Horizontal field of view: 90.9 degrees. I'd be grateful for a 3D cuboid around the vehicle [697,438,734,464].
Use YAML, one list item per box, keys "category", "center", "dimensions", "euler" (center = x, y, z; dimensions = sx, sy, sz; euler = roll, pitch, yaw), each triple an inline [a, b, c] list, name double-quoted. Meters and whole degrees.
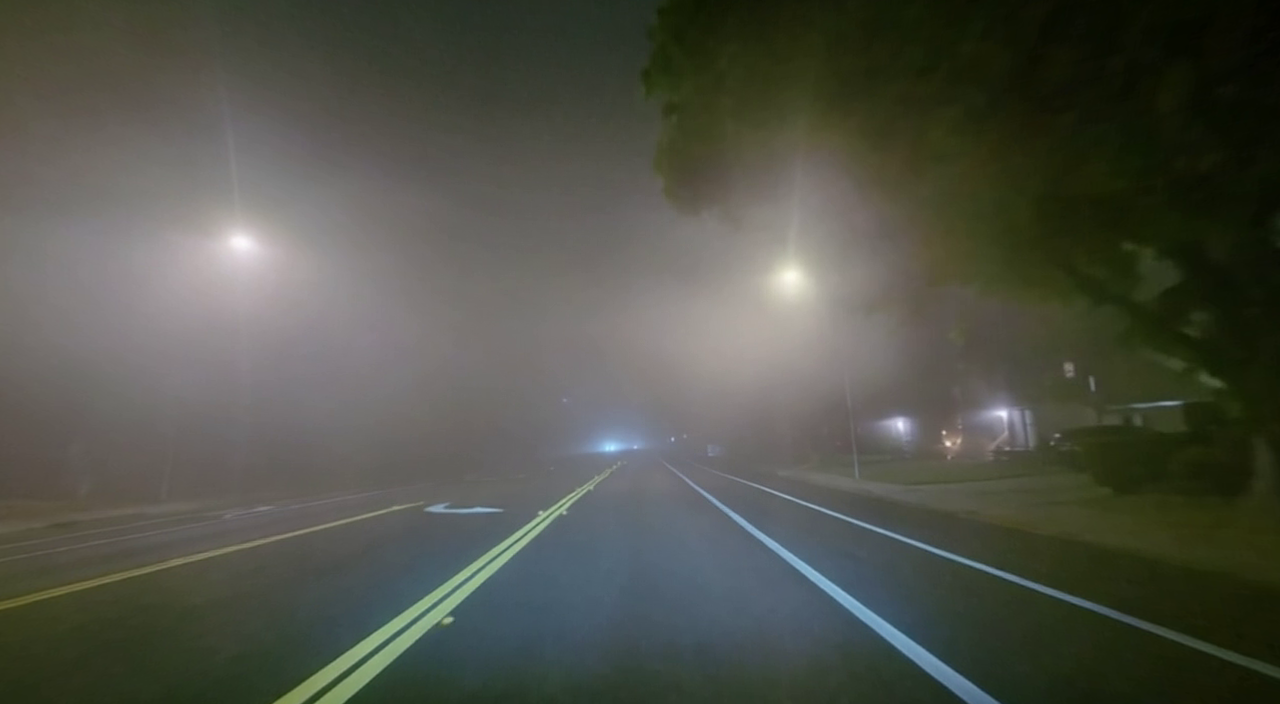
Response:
- category: "vehicle"
  center: [5.552, 7.343, 46.874]
  dimensions: [2.160, 1.800, 4.646]
  euler: [0, -8, -1]
